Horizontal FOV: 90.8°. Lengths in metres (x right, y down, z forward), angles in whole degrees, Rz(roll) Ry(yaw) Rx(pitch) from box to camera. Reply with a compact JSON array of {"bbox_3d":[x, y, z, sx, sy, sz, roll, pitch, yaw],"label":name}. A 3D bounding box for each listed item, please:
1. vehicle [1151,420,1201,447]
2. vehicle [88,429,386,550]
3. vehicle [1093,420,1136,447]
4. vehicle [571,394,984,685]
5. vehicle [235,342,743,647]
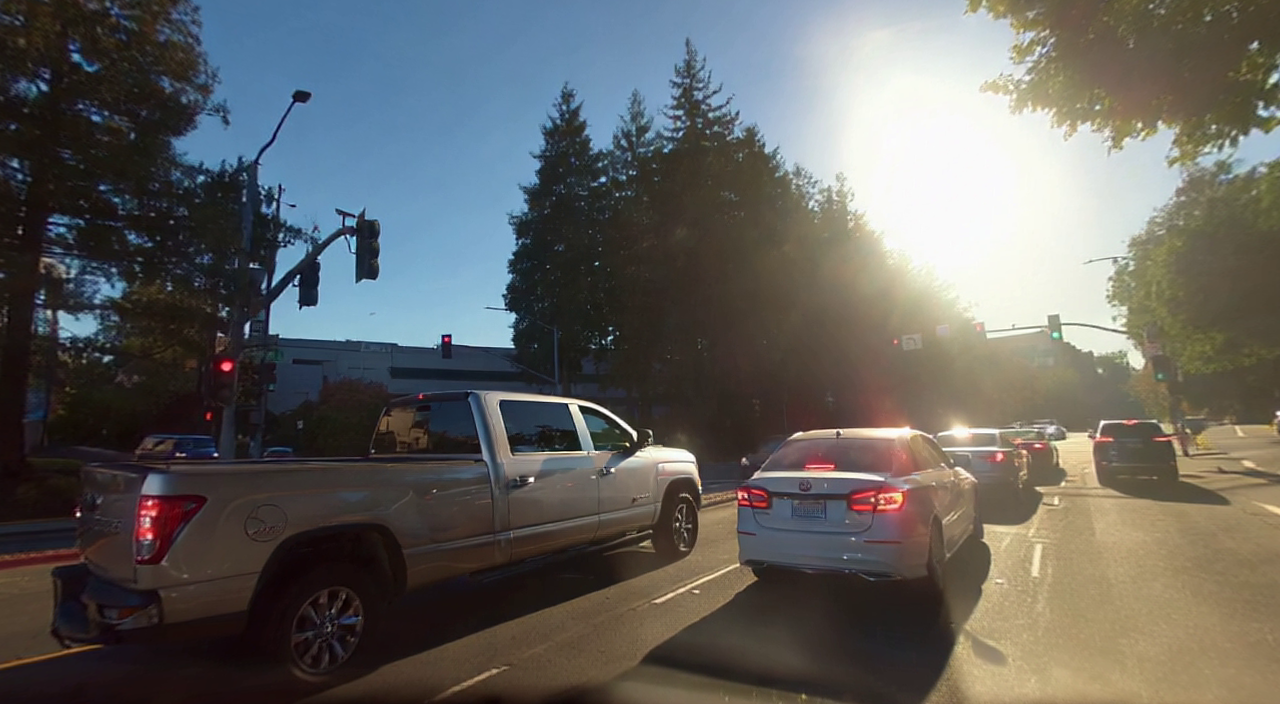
[{"bbox_3d":[35.765,5.482,42.195,2.183,1.714,4.491,-7,-11,37],"label":"vehicle"},{"bbox_3d":[-8.260,2.744,13.499,2.174,2.057,4.738,-6,-10,33],"label":"vehicle"},{"bbox_3d":[32.803,5.679,43.720,2.160,1.790,4.303,-6,-10,35],"label":"vehicle"},{"bbox_3d":[1.720,1.378,5.990,2.027,1.549,4.801,-6,-10,35],"label":"vehicle"},{"bbox_3d":[-0.873,1.401,7.470,2.272,2.016,6.146,-4,-10,27],"label":"vehicle"}]
